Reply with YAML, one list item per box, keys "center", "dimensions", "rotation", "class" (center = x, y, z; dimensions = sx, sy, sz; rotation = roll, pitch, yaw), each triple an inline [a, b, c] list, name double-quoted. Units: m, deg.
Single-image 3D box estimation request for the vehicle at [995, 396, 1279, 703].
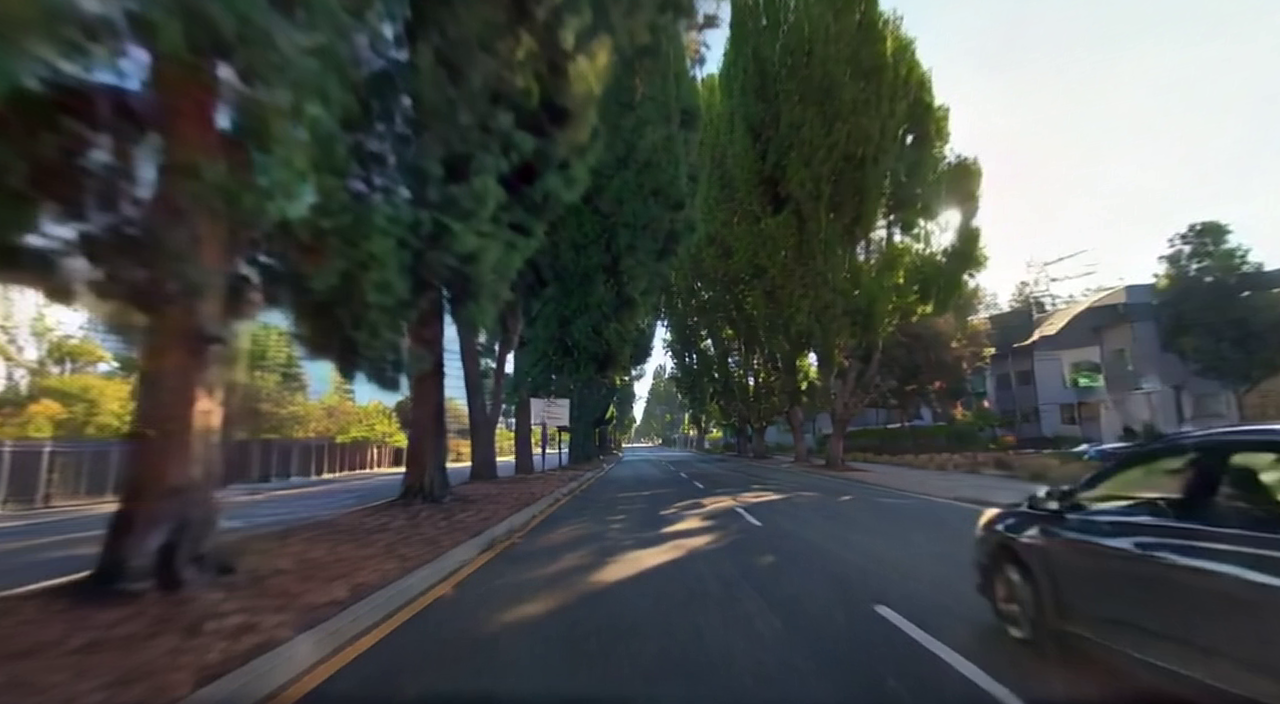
- center: [3.481, 0.901, 2.174]
  dimensions: [1.985, 1.529, 4.316]
  rotation: [0, -9, 0]
  class: "vehicle"
